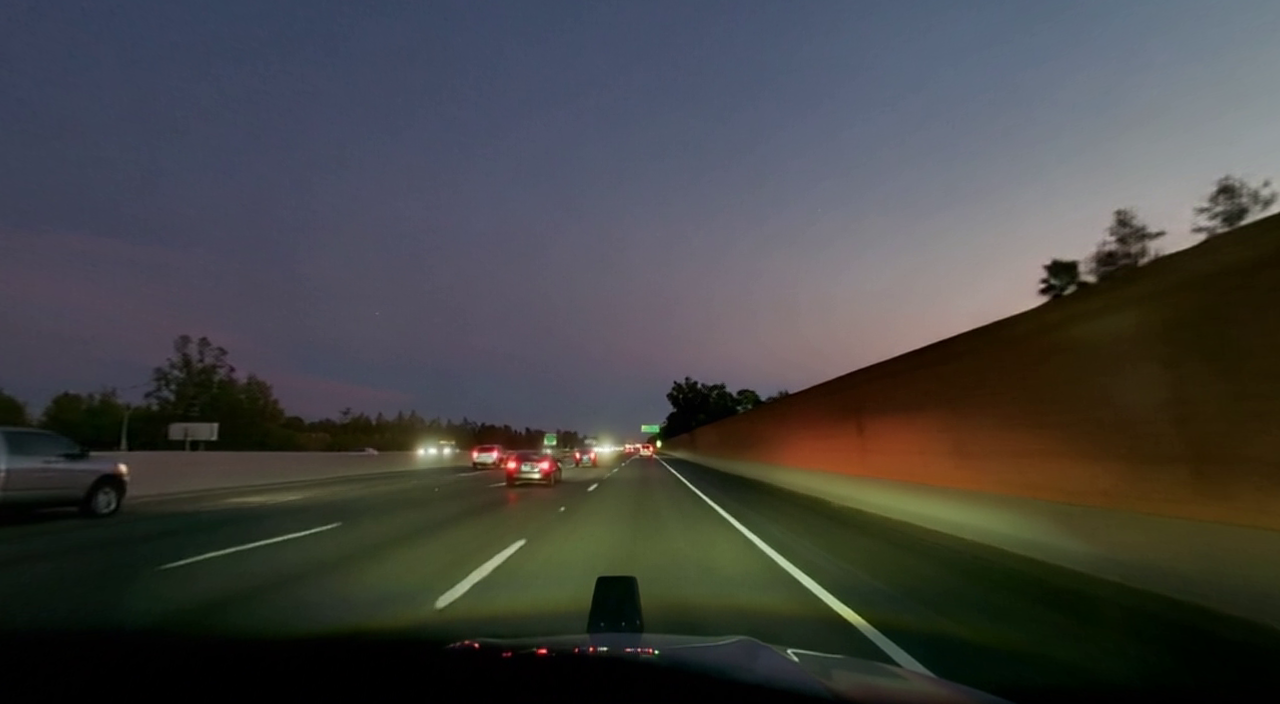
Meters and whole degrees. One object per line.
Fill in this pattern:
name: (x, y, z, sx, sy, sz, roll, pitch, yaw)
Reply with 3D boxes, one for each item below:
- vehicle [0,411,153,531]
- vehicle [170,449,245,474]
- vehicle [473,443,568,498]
vehicle: (-11.014, 1.894, 10.038, 2.207, 1.834, 5.255, 0, -8, 0)
vehicle: (-28.678, 7.244, 41.841, 1.866, 1.513, 4.363, 0, -8, 0)
vehicle: (-3.591, 3.640, 19.828, 1.945, 1.484, 4.803, 0, -8, 1)
